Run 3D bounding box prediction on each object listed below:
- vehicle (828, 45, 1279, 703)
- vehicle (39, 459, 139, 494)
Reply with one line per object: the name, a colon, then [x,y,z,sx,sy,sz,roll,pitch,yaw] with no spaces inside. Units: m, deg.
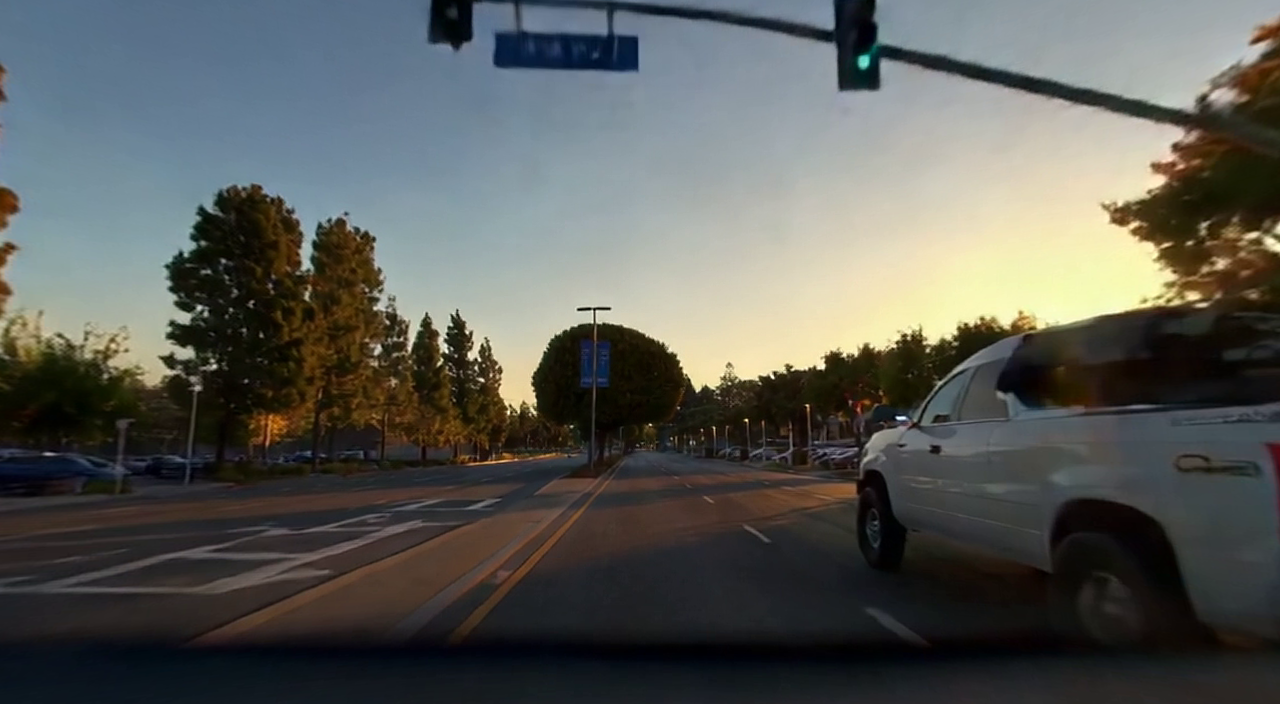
vehicle: [3.325,0.622,3.910,2.484,2.642,5.990,-1,-8,1]
vehicle: [-28.163,6.357,32.280,3.885,1.425,1.660,-4,-6,7]
